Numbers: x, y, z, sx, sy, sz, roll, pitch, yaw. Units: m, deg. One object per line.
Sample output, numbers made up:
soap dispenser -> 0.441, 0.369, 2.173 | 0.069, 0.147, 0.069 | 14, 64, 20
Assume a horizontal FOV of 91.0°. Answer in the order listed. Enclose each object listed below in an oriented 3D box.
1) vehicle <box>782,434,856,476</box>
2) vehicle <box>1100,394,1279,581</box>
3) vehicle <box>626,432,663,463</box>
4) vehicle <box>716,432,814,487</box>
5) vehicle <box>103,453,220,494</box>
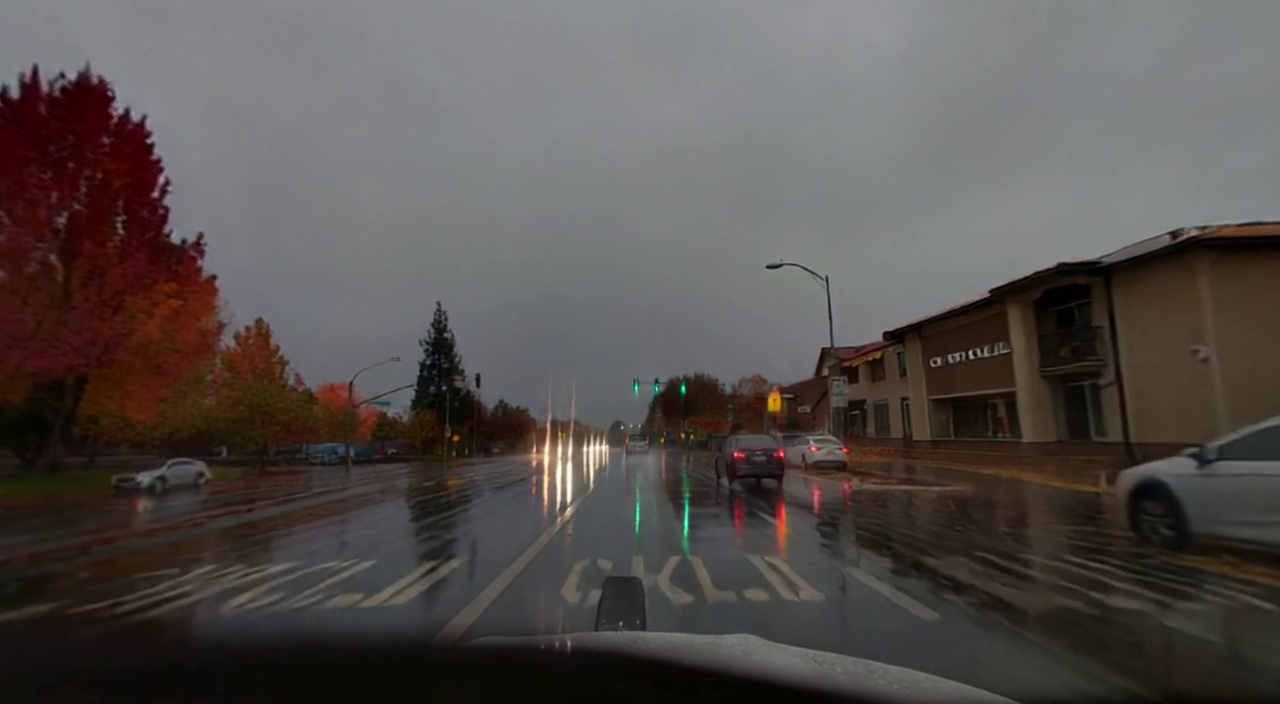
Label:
vehicle -> 7.343, 4.250, 26.252 | 1.876, 1.598, 4.171 | 0, -8, 1
vehicle -> 7.331, 1.310, 6.062 | 2.128, 1.804, 4.825 | 0, -8, 0
vehicle -> 0.273, 6.165, 40.715 | 2.239, 1.856, 4.815 | 0, -8, 0
vehicle -> 3.795, 3.361, 19.990 | 2.178, 1.546, 4.311 | 0, -8, 0
vehicle -> -22.307, 5.643, 29.621 | 1.915, 1.686, 4.422 | 0, -8, 1
